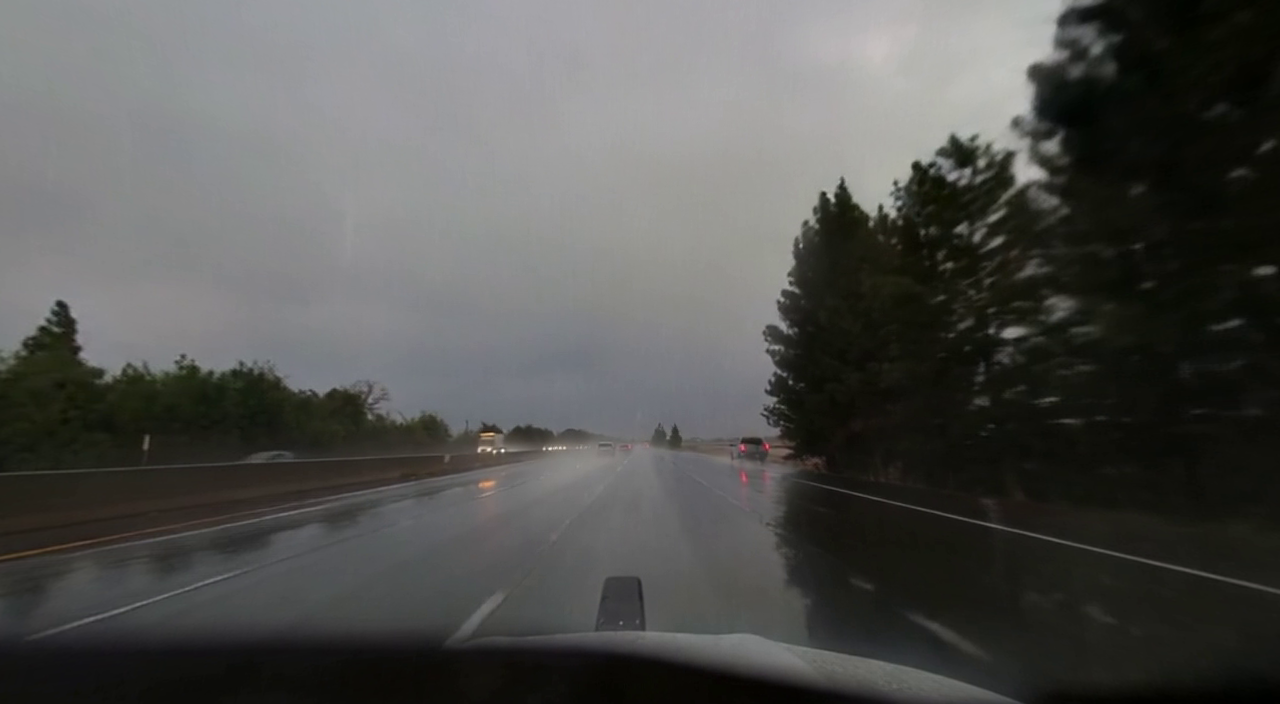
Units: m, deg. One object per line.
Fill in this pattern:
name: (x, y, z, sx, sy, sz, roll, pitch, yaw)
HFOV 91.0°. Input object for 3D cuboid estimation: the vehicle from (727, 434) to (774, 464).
vehicle: (8.310, 7.395, 48.029, 2.440, 2.132, 6.219, 0, -9, 0)

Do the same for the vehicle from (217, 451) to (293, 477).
vehicle: (-24.625, 7.172, 40.482, 1.877, 1.531, 4.712, 0, -9, 0)
